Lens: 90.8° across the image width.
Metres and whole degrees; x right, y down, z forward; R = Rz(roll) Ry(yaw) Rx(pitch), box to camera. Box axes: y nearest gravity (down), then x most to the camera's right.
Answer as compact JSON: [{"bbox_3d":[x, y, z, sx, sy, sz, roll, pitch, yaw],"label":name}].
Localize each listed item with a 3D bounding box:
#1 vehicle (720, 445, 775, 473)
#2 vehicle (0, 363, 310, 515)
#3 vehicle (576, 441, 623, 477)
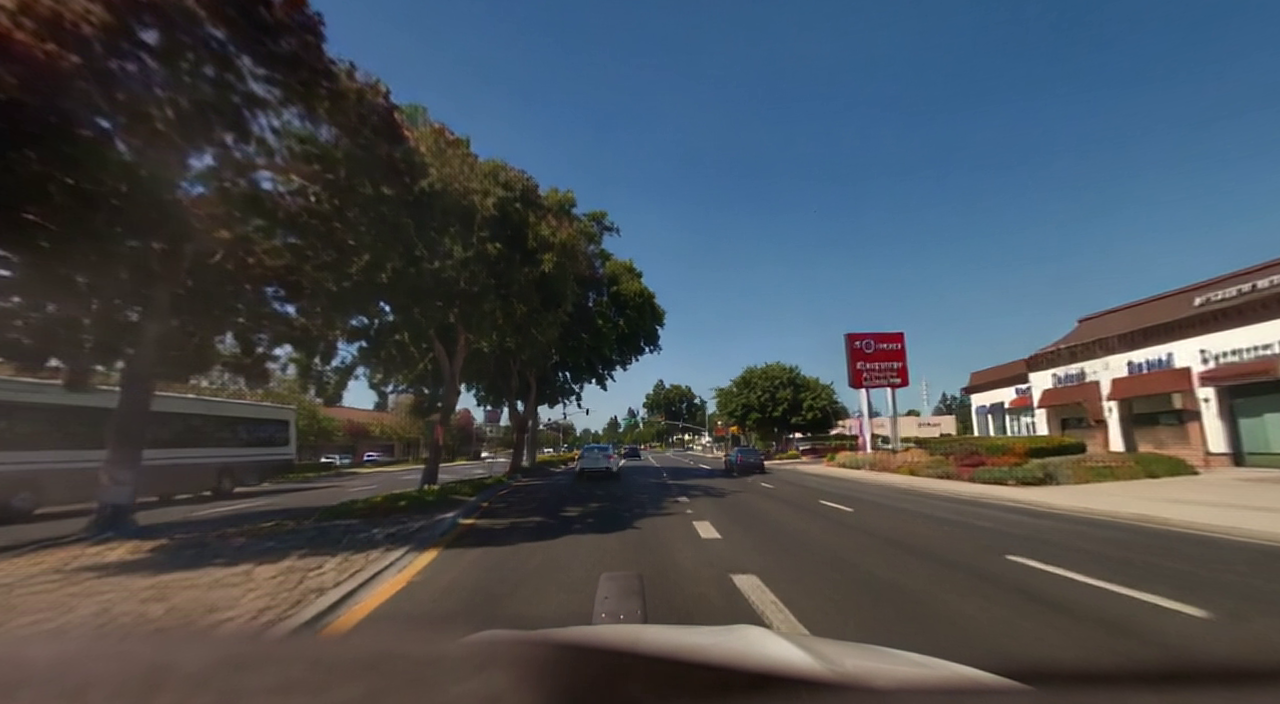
[{"bbox_3d":[6.022,6.020,35.883,2.075,1.475,4.571,0,-8,-4],"label":"vehicle"},{"bbox_3d":[-19.250,3.535,25.107,3.133,4.167,16.699,-1,-8,1],"label":"vehicle"},{"bbox_3d":[-1.916,5.010,29.883,2.072,1.545,4.578,0,-8,-4],"label":"vehicle"}]
